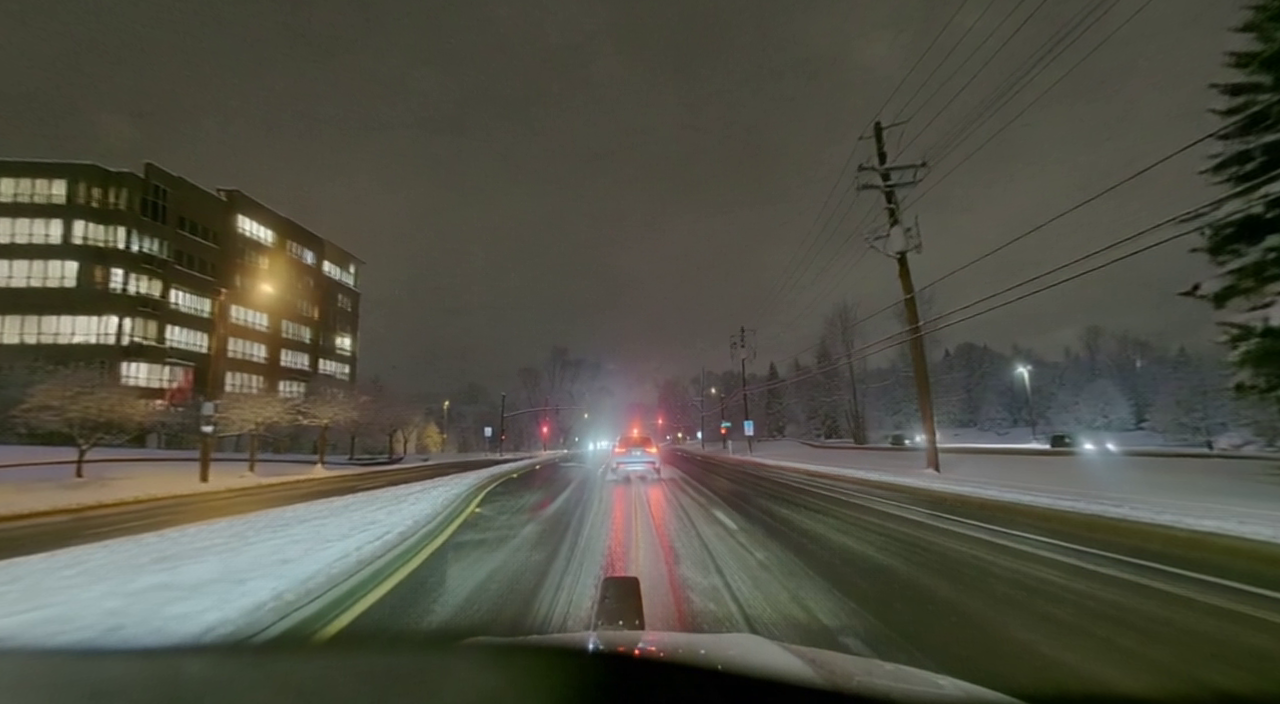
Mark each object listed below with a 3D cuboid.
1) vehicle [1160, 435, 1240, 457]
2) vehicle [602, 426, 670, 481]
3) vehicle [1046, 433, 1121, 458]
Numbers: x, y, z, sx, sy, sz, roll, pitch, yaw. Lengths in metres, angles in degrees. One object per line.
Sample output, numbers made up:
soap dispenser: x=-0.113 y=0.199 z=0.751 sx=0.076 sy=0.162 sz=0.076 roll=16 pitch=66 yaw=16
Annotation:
vehicle: x=41.898 y=7.009 z=47.400 sx=1.837 sy=1.455 sz=4.531 roll=-2 pitch=-8 yaw=1
vehicle: x=-0.134 y=3.613 z=22.684 sx=2.189 sy=1.776 sz=4.342 roll=0 pitch=-9 yaw=0
vehicle: x=32.367 y=6.842 z=46.323 sx=1.961 sy=1.745 sz=4.981 roll=0 pitch=-9 yaw=1
